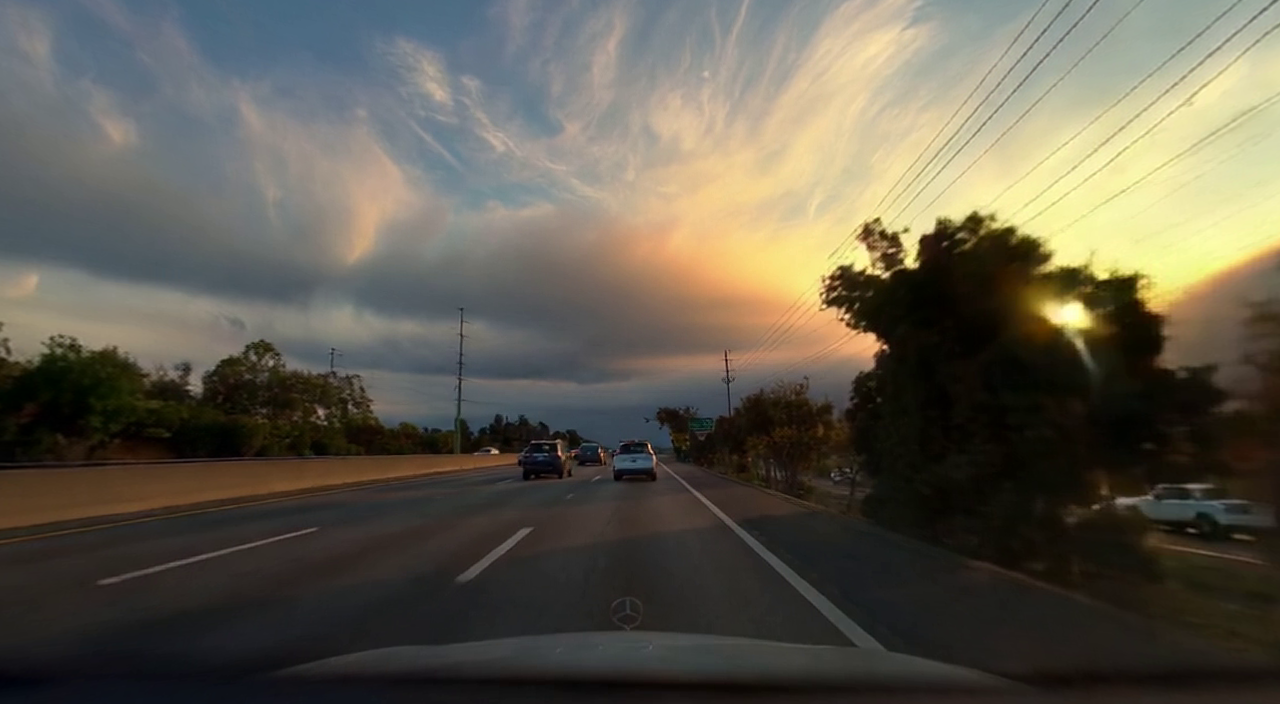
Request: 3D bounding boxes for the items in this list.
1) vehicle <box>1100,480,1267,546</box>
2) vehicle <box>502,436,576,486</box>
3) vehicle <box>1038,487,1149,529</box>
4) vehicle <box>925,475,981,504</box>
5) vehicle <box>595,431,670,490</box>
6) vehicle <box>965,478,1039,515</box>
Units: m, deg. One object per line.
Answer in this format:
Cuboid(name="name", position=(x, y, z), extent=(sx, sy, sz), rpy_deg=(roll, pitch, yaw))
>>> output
Cuboid(name="vehicle", position=(18.500, 5.463, 21.820), extent=(1.965, 1.761, 4.363), rpy_deg=(-1, -9, 3))
Cuboid(name="vehicle", position=(-3.853, 4.236, 24.882), extent=(2.104, 1.754, 4.515), rpy_deg=(0, -8, 1))
Cuboid(name="vehicle", position=(20.151, 6.933, 28.300), extent=(1.801, 1.469, 4.315), rpy_deg=(-3, -11, 2))
Cuboid(name="vehicle", position=(21.515, 9.435, 43.526), extent=(1.820, 1.768, 4.621), rpy_deg=(-3, -11, 5))
Cuboid(name="vehicle", position=(-0.244, 3.701, 21.854), extent=(2.319, 1.813, 4.274), rpy_deg=(0, -8, 0))
Cuboid(name="vehicle", position=(19.882, 7.912, 34.807), extent=(1.832, 1.624, 4.158), rpy_deg=(-1, -9, 4))
